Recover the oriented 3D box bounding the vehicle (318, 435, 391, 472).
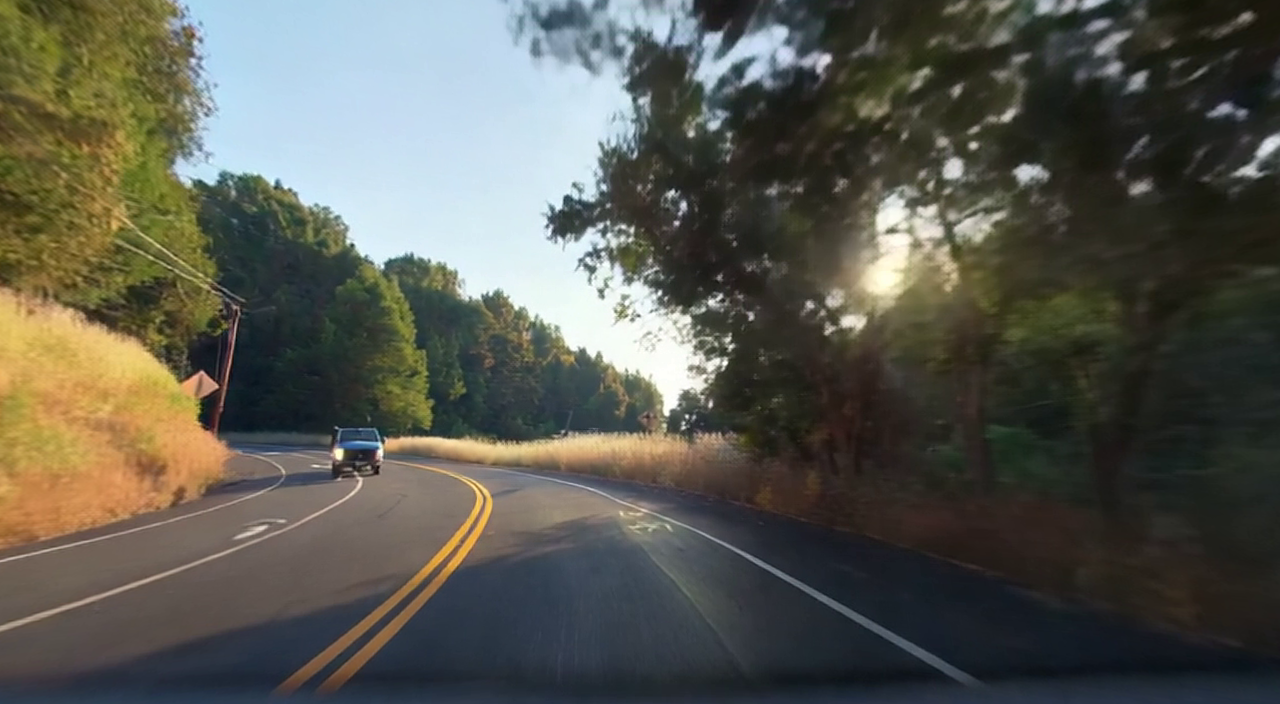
[{"bbox_3d":[-12.303,4.326,27.046,2.063,1.443,4.488,5,-10,-33],"label":"vehicle"}]
